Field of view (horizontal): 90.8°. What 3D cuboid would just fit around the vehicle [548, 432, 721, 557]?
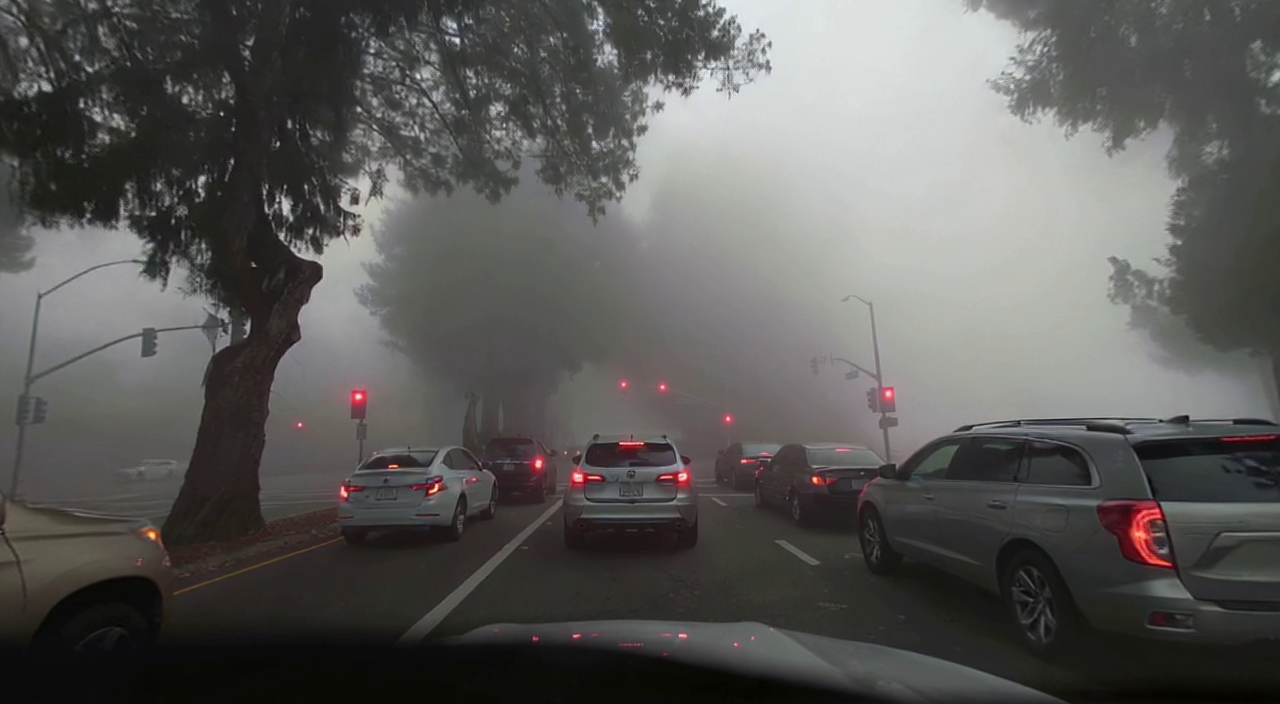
[{"bbox_3d":[-0.079,2.003,9.602,2.061,1.470,3.970,0,-8,0],"label":"vehicle"}]

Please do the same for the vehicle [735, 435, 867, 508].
[{"bbox_3d":[3.648,2.778,15.247,1.922,1.472,4.440,0,-8,-1],"label":"vehicle"}]

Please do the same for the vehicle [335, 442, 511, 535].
[{"bbox_3d":[-3.925,2.511,12.334,1.919,1.459,4.371,0,-8,-1],"label":"vehicle"}]

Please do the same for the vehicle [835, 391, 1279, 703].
[{"bbox_3d":[3.385,1.310,5.428,1.933,1.564,4.600,0,-8,0],"label":"vehicle"}]

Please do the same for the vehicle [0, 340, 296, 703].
[{"bbox_3d":[-3.656,0.838,2.549,2.047,1.764,4.369,0,-8,0],"label":"vehicle"}]
